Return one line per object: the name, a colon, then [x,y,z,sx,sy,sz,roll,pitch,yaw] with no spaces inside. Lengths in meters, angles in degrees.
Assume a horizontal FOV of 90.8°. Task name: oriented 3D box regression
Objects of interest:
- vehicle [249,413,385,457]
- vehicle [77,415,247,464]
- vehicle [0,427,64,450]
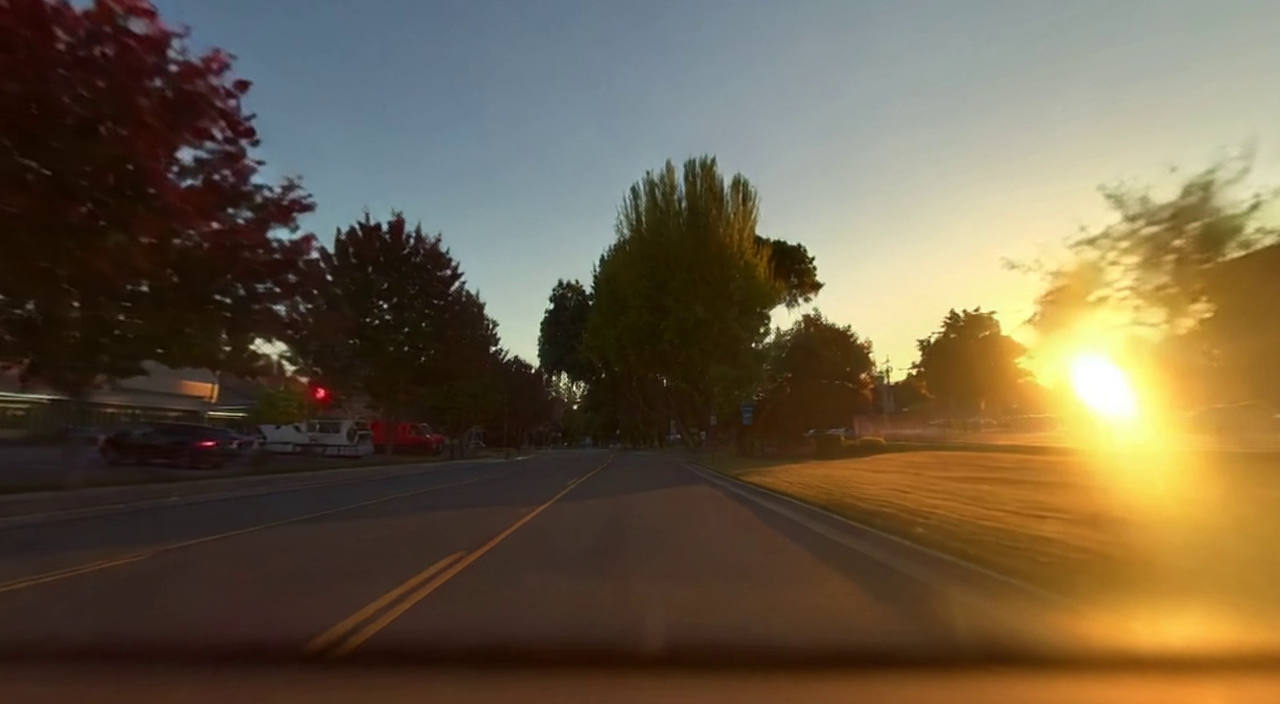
vehicle: [-19.776,5.135,38.977,6.919,2.613,2.356,1,-8,-5]
vehicle: [-19.409,3.602,25.877,5.109,1.891,2.206,0,-8,-1]
vehicle: [-46.373,6.503,47.504,4.146,1.644,1.716,5,-10,-33]
